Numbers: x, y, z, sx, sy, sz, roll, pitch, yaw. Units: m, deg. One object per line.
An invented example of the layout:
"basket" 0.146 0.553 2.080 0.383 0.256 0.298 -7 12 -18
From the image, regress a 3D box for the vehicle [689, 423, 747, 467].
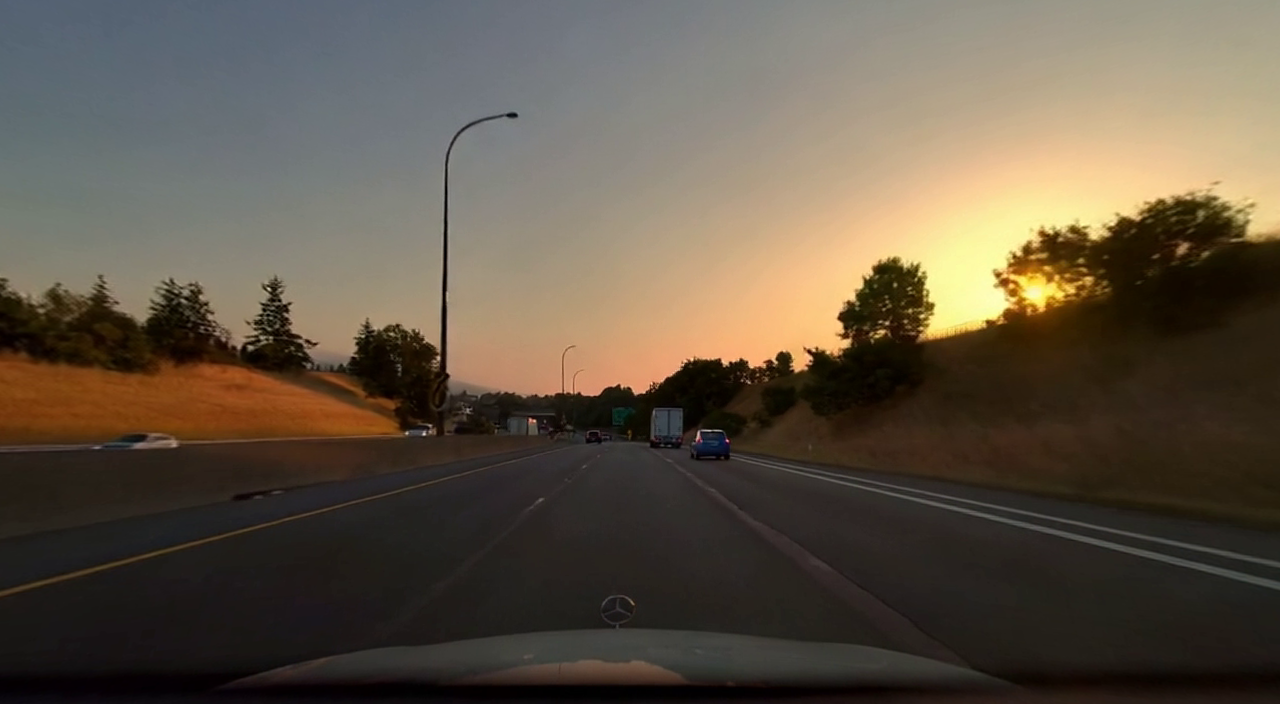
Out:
"vehicle" 3.645 4.452 30.334 2.076 1.914 4.287 0 -8 -3

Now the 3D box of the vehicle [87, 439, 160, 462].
"vehicle" -35.740 6.790 43.741 1.742 1.435 4.017 0 -8 -2
